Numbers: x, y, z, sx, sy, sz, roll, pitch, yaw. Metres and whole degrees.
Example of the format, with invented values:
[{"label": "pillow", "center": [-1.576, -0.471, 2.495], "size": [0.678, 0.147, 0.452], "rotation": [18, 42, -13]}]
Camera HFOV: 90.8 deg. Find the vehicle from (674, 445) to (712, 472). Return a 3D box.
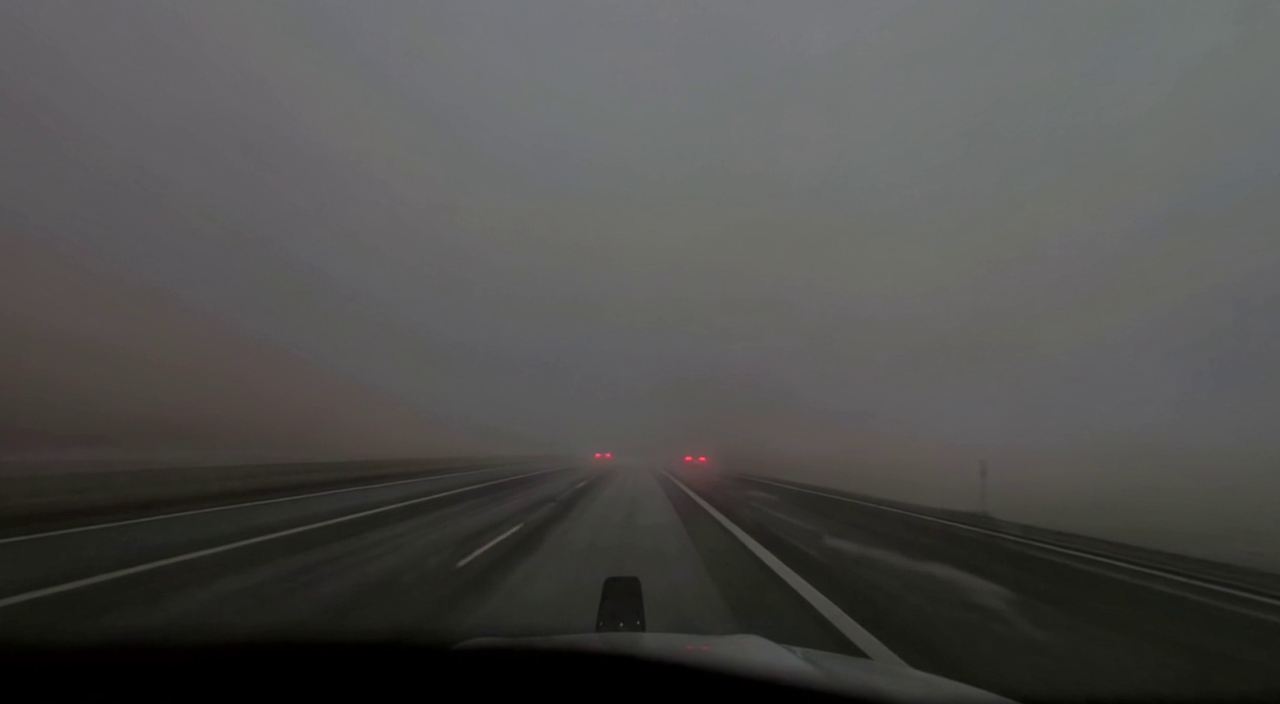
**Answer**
[{"label": "vehicle", "center": [3.632, 7.404, 43.911], "size": [2.133, 1.746, 4.511], "rotation": [0, -9, -1]}]
